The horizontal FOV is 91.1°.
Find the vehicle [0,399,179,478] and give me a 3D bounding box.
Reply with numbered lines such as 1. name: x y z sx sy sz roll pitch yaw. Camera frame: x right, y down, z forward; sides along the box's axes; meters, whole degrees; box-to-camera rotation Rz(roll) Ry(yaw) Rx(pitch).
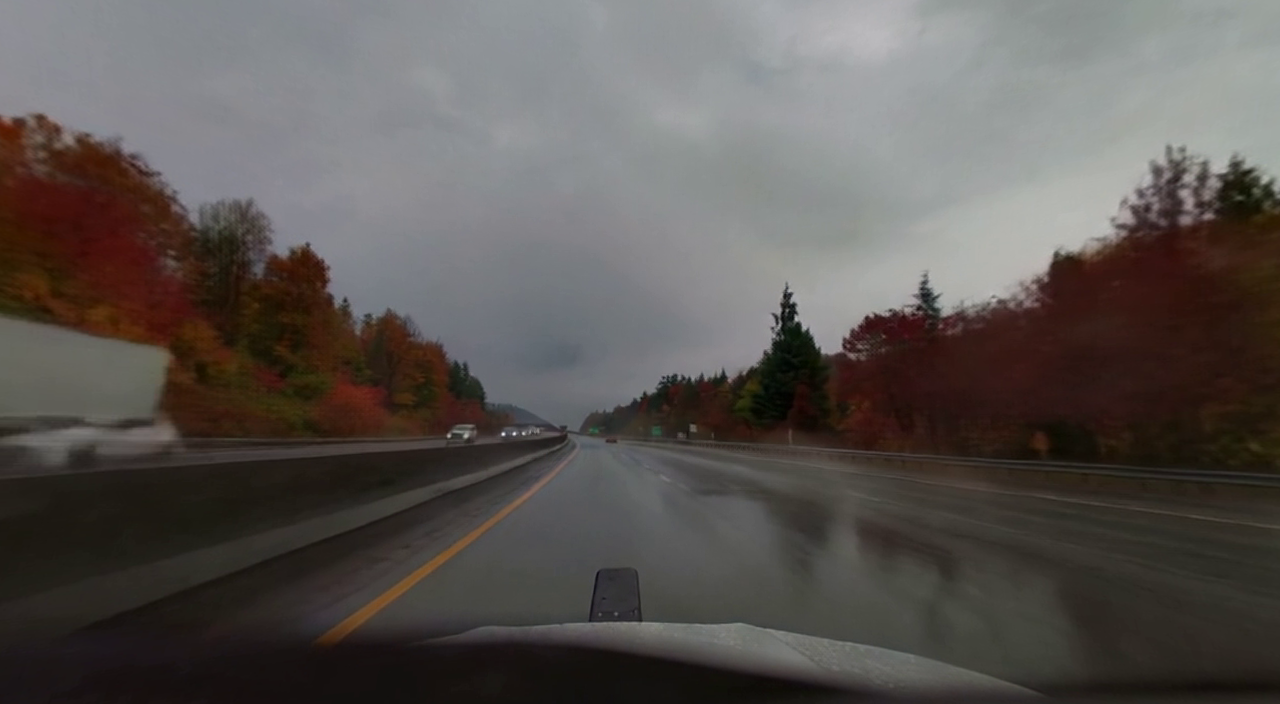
1. vehicle: -13.507 2.018 14.749 1.926 1.561 4.710 0 -8 -2

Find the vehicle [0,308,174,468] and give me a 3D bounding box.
1. vehicle: -18.031 0.834 15.477 2.967 4.106 14.224 0 -8 -3
